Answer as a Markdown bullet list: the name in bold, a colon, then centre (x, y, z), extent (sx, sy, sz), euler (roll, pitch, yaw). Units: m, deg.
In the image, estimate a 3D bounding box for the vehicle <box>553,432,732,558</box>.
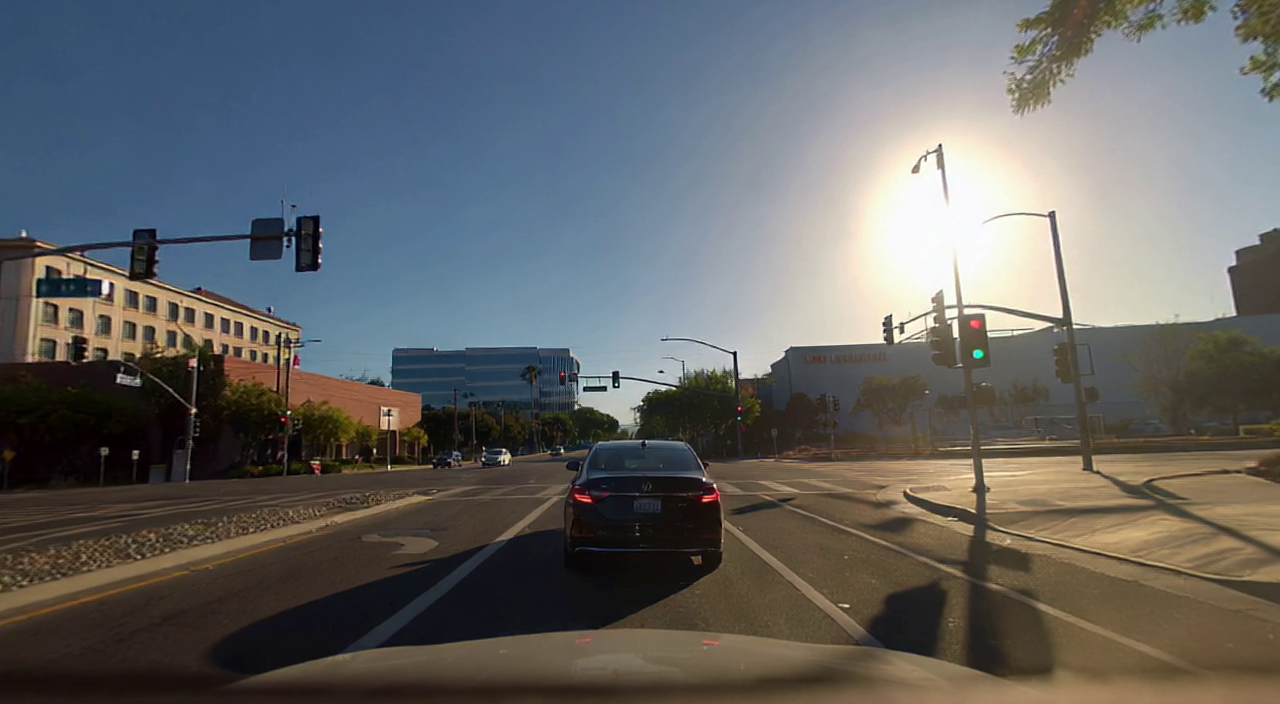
- **vehicle**: centre (0.003, 1.997, 9.521), extent (2.107, 1.470, 3.974), euler (0, -9, -1)
